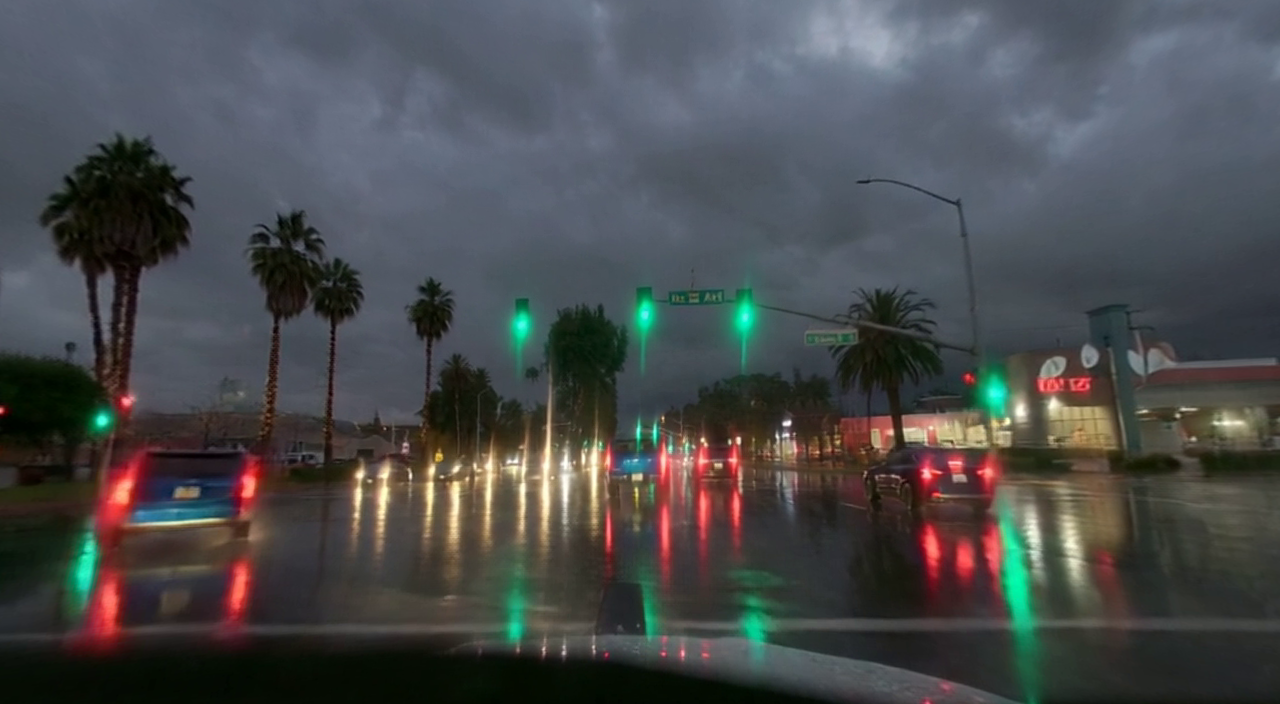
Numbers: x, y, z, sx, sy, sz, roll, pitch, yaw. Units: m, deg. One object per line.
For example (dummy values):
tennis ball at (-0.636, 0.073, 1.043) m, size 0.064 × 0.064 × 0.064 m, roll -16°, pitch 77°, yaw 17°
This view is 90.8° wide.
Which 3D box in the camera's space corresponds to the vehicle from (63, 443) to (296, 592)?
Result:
vehicle at (-6.884, 2.226, 9.576) m, size 2.201 × 1.644 × 4.465 m, roll 6°, pitch -11°, yaw -36°

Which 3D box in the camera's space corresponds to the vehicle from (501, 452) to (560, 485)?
vehicle at (-5.173, 5.564, 30.468) m, size 2.030 × 1.441 × 4.324 m, roll 0°, pitch -9°, yaw 1°

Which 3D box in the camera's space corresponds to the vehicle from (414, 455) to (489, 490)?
vehicle at (-8.573, 5.472, 29.099) m, size 2.061 × 1.415 × 4.289 m, roll 0°, pitch -9°, yaw 1°

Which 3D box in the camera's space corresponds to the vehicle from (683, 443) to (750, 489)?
vehicle at (3.024, 4.609, 25.900) m, size 2.112 × 1.710 × 4.234 m, roll 0°, pitch -9°, yaw -2°

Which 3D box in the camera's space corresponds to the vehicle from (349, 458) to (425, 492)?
vehicle at (-11.874, 5.786, 29.977) m, size 1.850 × 1.414 × 4.184 m, roll 0°, pitch -9°, yaw 1°

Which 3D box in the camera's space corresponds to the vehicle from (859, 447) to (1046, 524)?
vehicle at (6.779, 2.898, 14.358) m, size 1.944 × 1.447 × 4.309 m, roll 0°, pitch -9°, yaw -1°

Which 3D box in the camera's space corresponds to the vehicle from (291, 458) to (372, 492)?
vehicle at (-15.358, 6.132, 31.682) m, size 2.048 × 1.494 × 4.069 m, roll 0°, pitch -9°, yaw -1°

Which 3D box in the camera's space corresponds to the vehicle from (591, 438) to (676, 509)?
vehicle at (-0.237, 3.402, 18.183) m, size 2.151 × 1.787 × 4.109 m, roll 0°, pitch -9°, yaw -2°
